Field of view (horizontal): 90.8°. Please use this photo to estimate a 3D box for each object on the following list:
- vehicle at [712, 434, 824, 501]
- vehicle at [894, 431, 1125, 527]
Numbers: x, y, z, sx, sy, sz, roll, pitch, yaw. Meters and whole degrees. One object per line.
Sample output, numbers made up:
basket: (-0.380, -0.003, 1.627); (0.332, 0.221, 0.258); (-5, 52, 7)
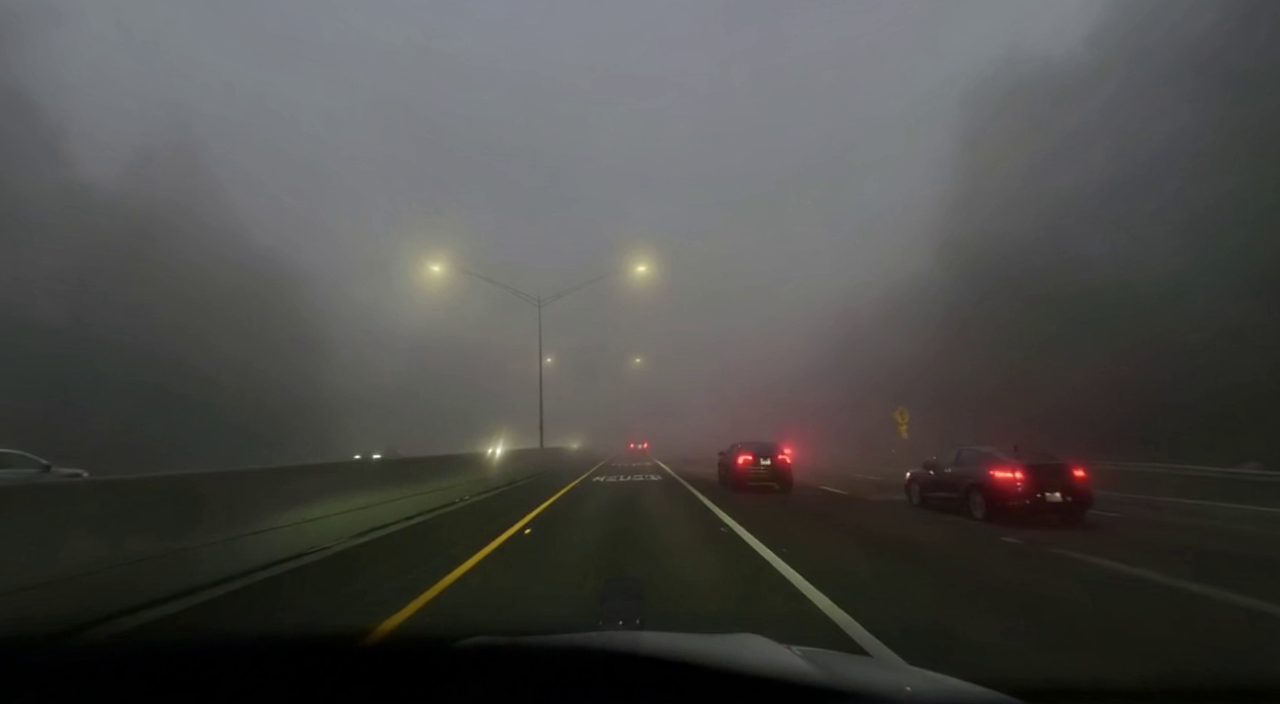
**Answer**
vehicle: (3.286, 3.058, 17.178); (2.056, 1.553, 4.320); (0, -8, -1)
vehicle: (6.806, 2.357, 12.267); (2.038, 1.528, 3.910); (0, -8, -1)
